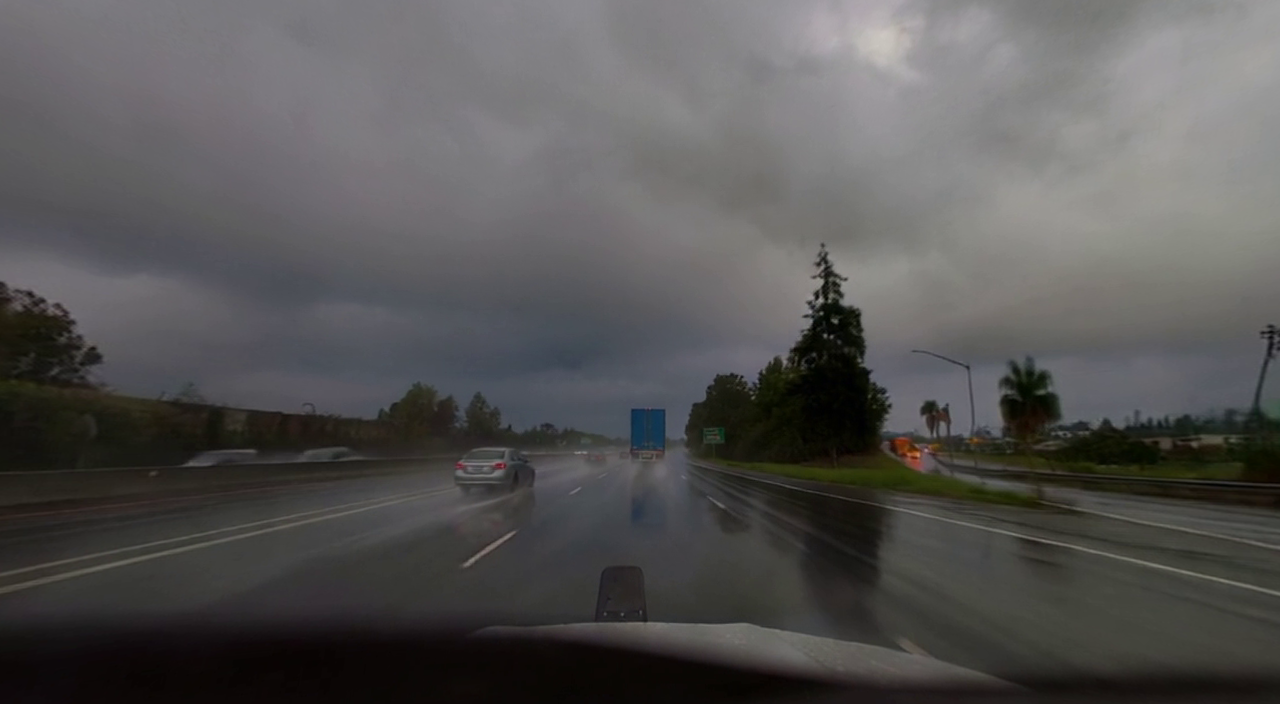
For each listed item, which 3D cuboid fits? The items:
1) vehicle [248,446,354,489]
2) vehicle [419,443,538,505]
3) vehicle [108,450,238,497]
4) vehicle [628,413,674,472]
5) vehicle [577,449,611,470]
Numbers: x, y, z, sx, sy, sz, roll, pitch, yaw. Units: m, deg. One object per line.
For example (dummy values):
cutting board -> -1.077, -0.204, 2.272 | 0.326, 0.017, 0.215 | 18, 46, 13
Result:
vehicle -> -12.262, 4.185, 23.084 | 1.741, 1.429, 3.684 | 0, -9, 2
vehicle -> -4.198, 3.244, 17.205 | 2.010, 1.461, 4.391 | 0, -9, 1
vehicle -> -16.000, 4.136, 21.844 | 1.675, 1.459, 3.560 | 0, -9, 1
vehicle -> 0.744, 6.347, 43.885 | 2.893, 3.628, 9.081 | 0, -9, 1
vehicle -> -3.296, 7.785, 45.929 | 1.981, 1.435, 4.199 | 0, -9, 2
